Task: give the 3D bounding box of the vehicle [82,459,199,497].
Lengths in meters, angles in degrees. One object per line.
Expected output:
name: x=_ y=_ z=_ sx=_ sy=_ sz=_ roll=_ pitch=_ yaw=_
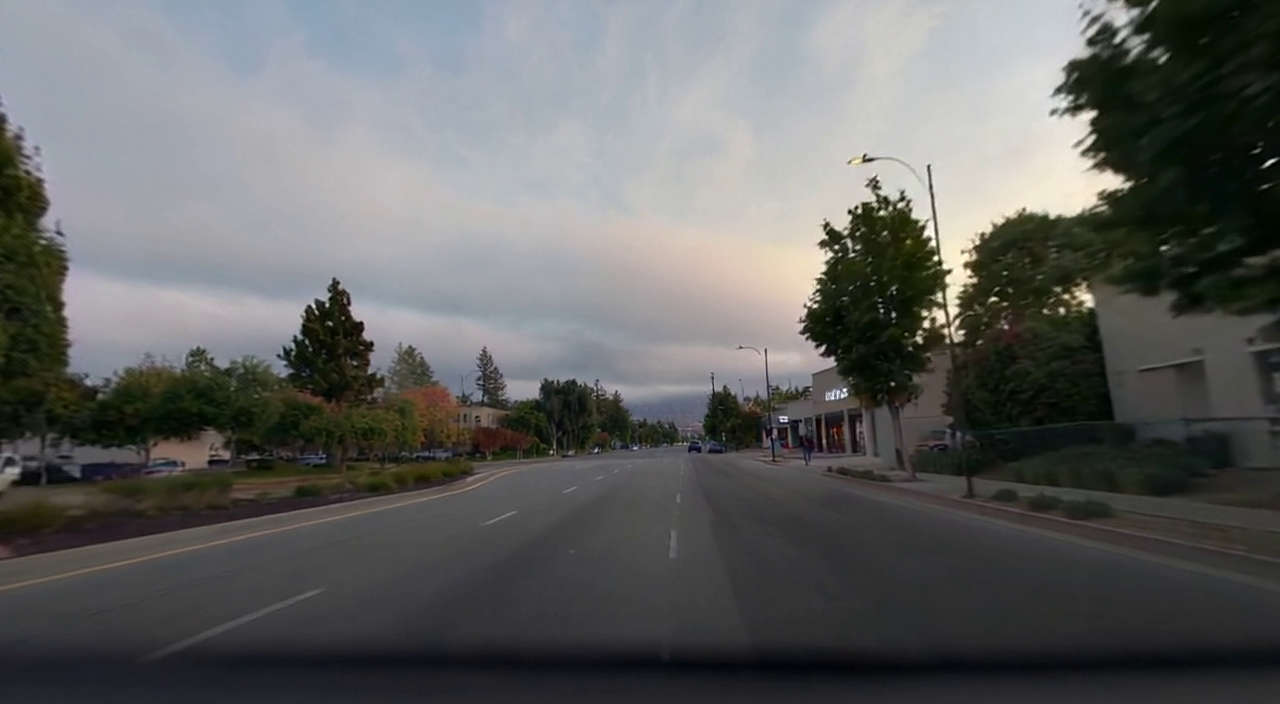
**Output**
vehicle: x=-22.165 y=5.574 z=28.258 sx=1.618 sy=1.425 sz=4.159 roll=-1 pitch=-9 yaw=4
